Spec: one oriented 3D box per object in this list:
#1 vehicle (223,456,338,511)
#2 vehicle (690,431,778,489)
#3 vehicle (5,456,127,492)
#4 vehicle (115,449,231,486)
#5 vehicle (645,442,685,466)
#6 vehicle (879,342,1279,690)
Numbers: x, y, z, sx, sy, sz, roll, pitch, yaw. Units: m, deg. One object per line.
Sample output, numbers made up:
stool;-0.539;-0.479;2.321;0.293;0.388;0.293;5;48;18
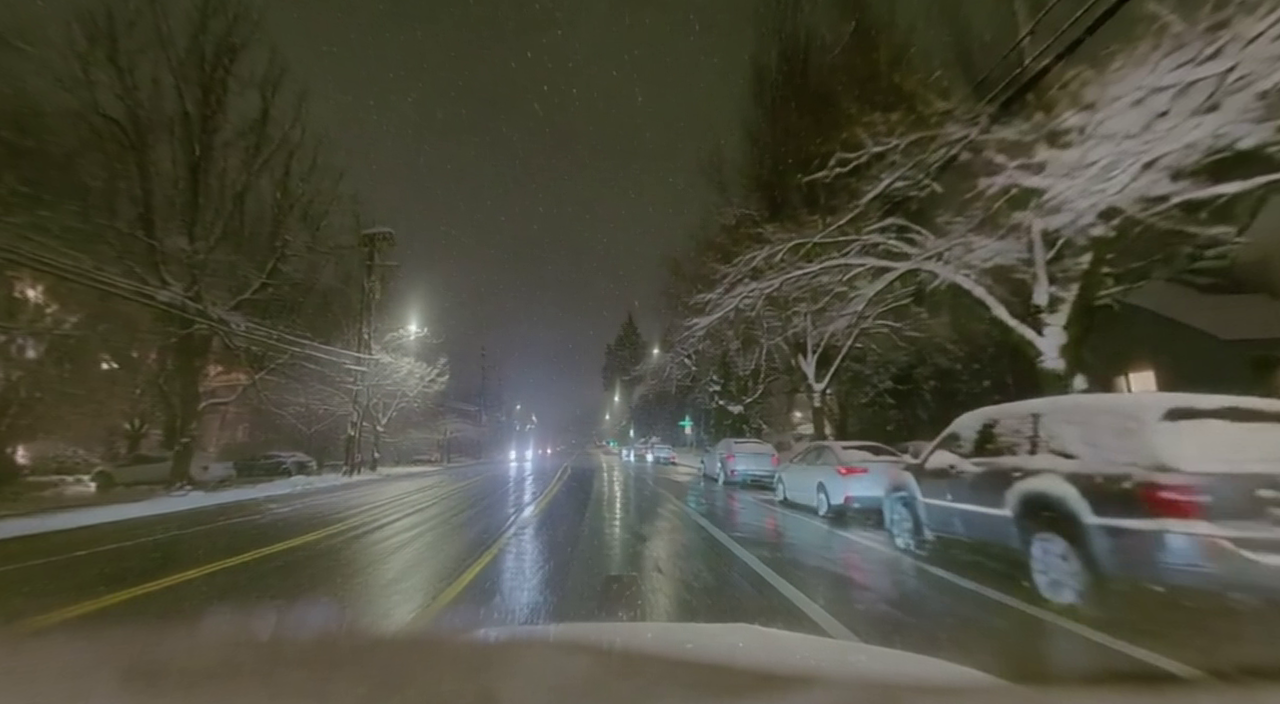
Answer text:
vehicle;-12.654;4.590;22.481;1.932;1.468;4.305;-5;-8;-5
vehicle;3.282;3.894;23.175;2.348;1.804;5.207;2;-8;-1
vehicle;-30.670;6.511;33.749;4.320;1.728;2.107;1;-8;-3
vehicle;-25.324;6.272;34.266;4.552;1.857;1.950;1;-8;-4
vehicle;1.717;7.282;45.151;2.350;1.579;4.765;2;-8;-4
vehicle;4.458;1.360;6.059;2.385;1.932;4.949;4;-9;0
